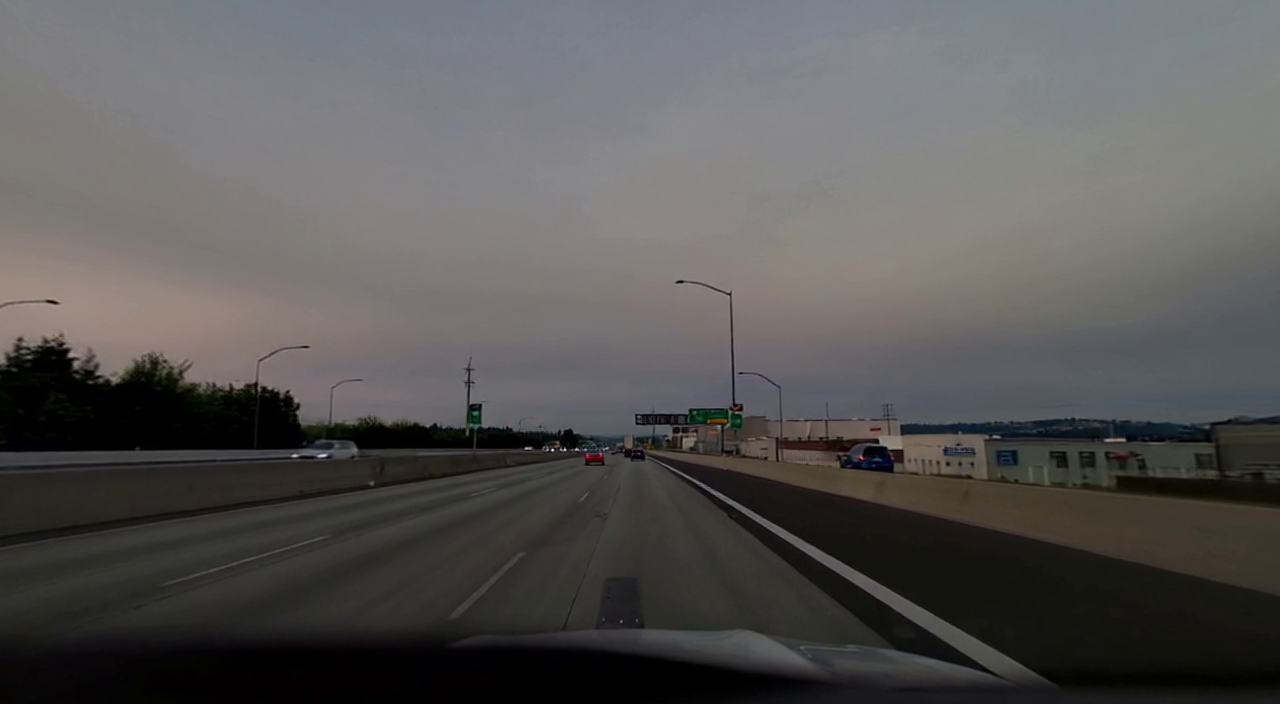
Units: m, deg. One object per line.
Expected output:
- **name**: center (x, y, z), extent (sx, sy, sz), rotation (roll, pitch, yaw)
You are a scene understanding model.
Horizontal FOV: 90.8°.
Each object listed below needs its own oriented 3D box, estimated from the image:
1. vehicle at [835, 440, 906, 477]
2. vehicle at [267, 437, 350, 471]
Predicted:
- **vehicle**: center (15.328, 7.106, 42.320), extent (2.411, 2.326, 5.300), rotation (0, -9, -4)
- **vehicle**: center (-19.278, 5.951, 37.024), extent (2.107, 1.810, 5.134), rotation (0, -9, 0)
